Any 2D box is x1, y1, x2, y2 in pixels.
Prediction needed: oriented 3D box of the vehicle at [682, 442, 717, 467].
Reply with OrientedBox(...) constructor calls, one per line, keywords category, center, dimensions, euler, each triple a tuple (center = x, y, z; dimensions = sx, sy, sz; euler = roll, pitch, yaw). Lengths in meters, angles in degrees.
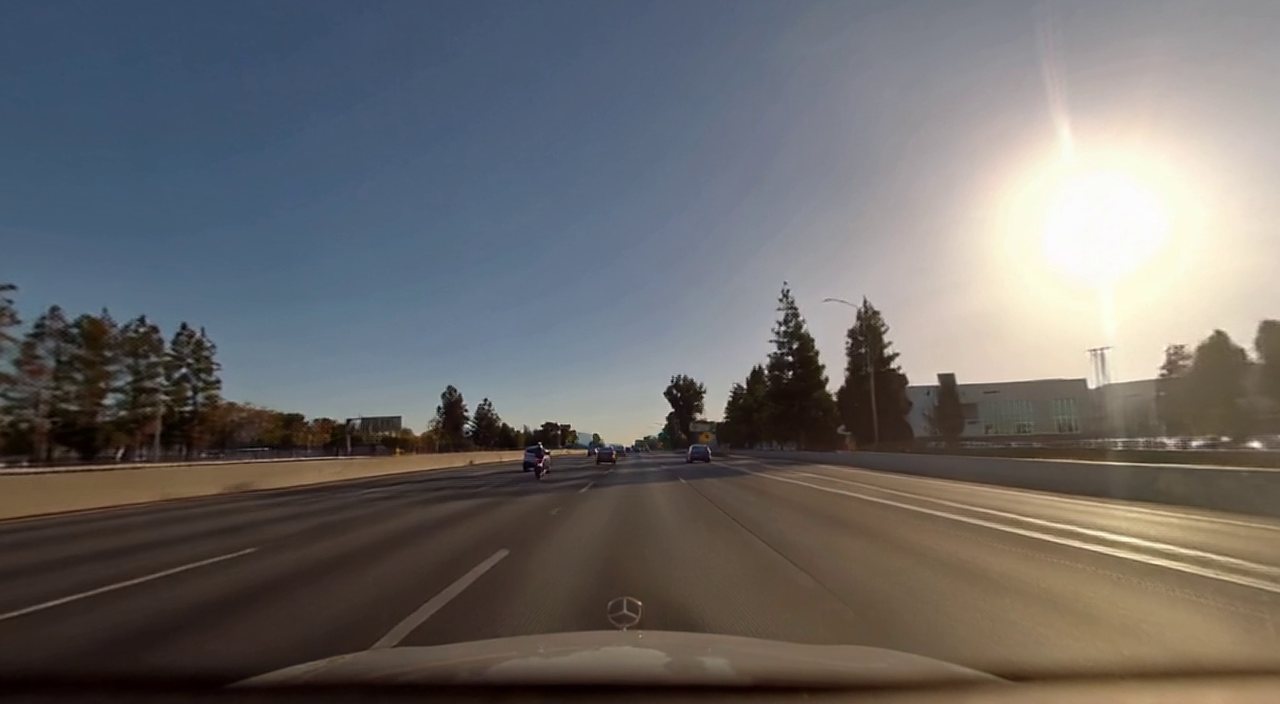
OrientedBox(category="vehicle", center=(4.265, 7.457, 45.861), dimensions=(2.047, 1.662, 4.243), euler=(0, -9, -1))
